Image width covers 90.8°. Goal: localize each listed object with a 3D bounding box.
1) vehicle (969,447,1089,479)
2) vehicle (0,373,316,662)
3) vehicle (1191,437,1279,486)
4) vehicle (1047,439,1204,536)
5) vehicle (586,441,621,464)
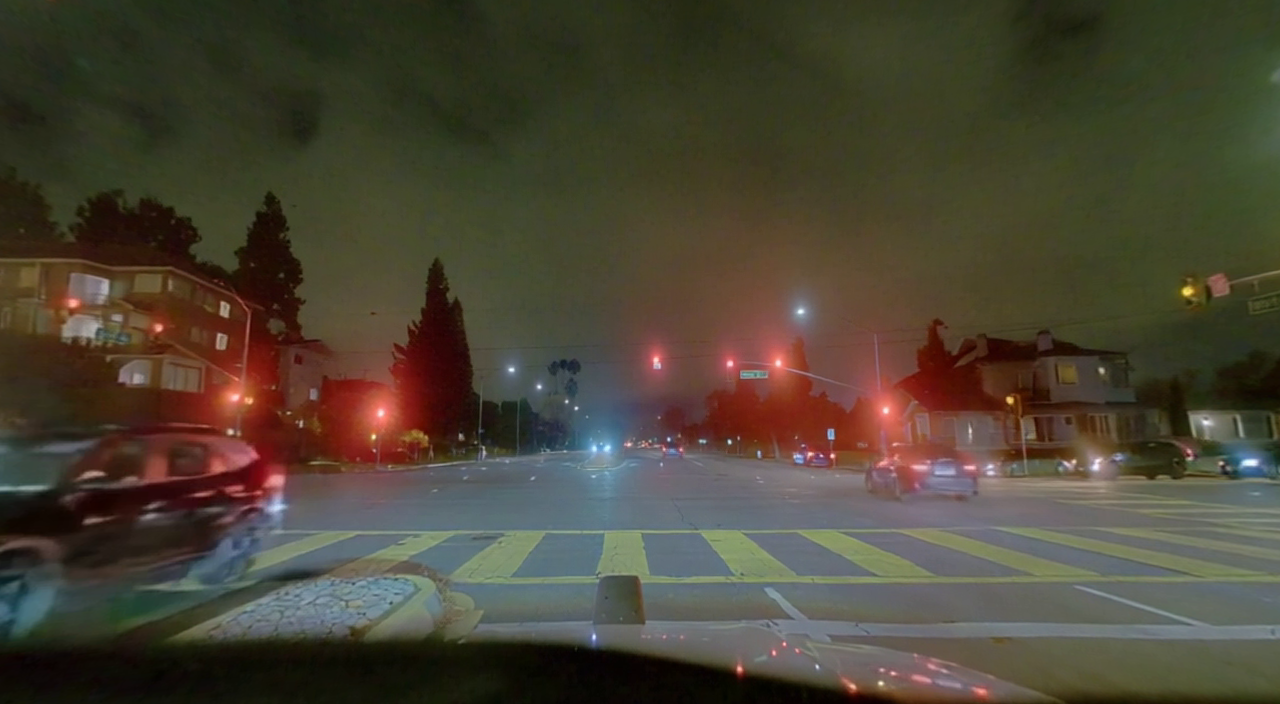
[{"bbox_3d":[19.734,5.653,32.218,4.874,1.544,1.779,0,-9,1],"label":"vehicle"},{"bbox_3d":[-4.857,1.231,5.404,2.025,1.704,4.104,0,-9,-1],"label":"vehicle"},{"bbox_3d":[23.630,4.039,23.465,4.417,1.725,1.969,0,-9,-1],"label":"vehicle"},{"bbox_3d":[9.323,2.483,12.324,1.961,1.494,4.438,-6,-10,35],"label":"vehicle"},{"bbox_3d":[-2.398,6.710,42.280,2.045,1.484,3.991,0,-9,0],"label":"vehicle"}]
